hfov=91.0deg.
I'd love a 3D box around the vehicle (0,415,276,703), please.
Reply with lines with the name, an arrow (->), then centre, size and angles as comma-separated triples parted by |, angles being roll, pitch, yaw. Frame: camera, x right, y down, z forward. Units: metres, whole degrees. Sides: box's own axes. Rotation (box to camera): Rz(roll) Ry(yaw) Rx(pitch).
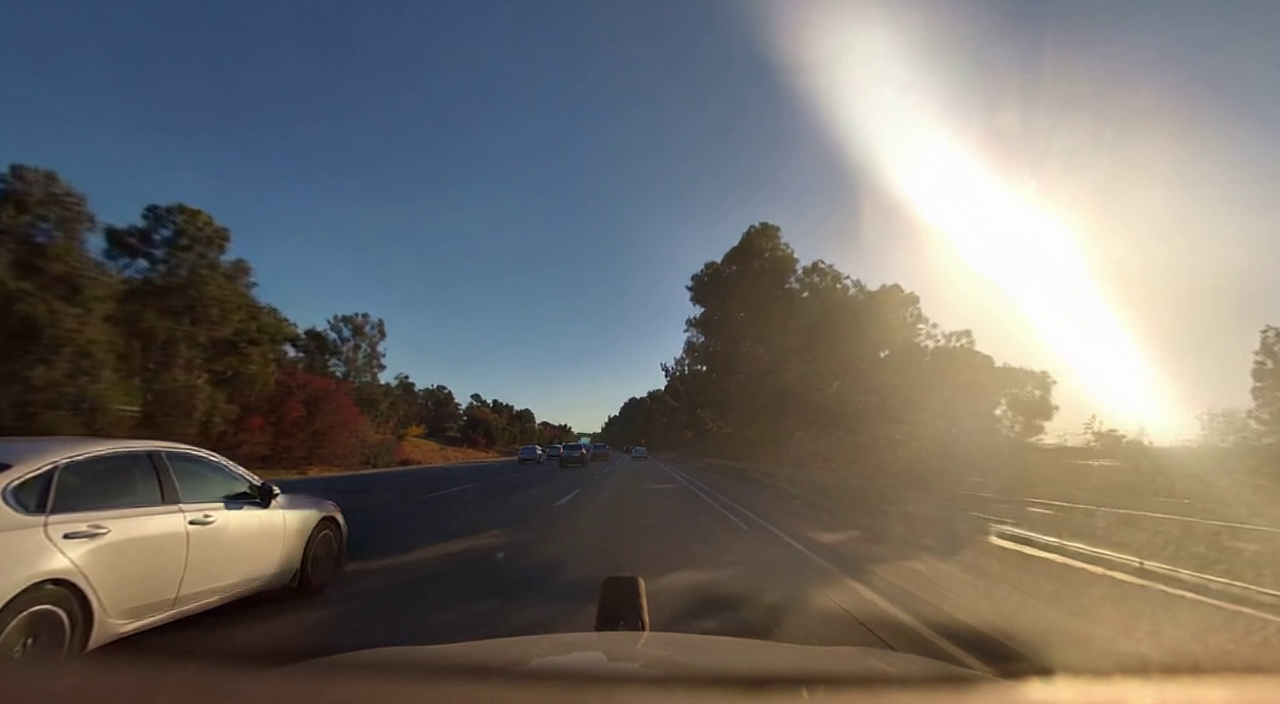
vehicle -> -4.065, 1.054, 2.998 | 1.965, 1.485, 4.460 | 0, -9, 0

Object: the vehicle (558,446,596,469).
vehicle -> -4.185, 7.106, 42.645 | 2.120, 1.458, 4.031 | 0, -9, 0
